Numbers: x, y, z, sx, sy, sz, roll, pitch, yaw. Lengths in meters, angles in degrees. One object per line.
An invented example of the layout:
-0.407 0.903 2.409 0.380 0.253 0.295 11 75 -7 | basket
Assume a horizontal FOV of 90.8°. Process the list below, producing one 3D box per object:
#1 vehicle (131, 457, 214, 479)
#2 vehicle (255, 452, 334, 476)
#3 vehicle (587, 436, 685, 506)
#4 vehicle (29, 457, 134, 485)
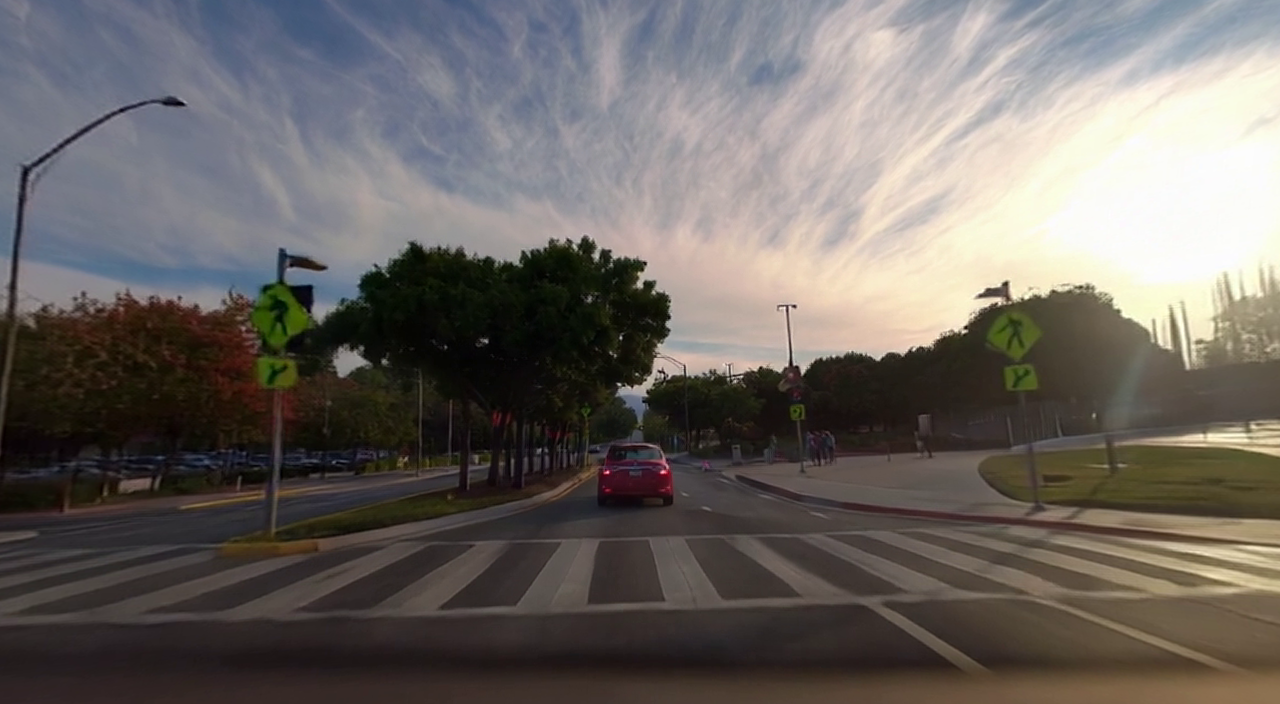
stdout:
-35.432 8.818 47.968 4.500 1.542 2.155 0 -8 0 | vehicle
-23.016 7.456 42.162 4.038 1.531 2.015 1 -9 -3 | vehicle
-0.150 3.033 16.604 2.221 1.570 4.398 0 -8 -2 | vehicle
-35.588 7.567 40.363 4.466 1.619 2.319 -1 -8 -1 | vehicle
